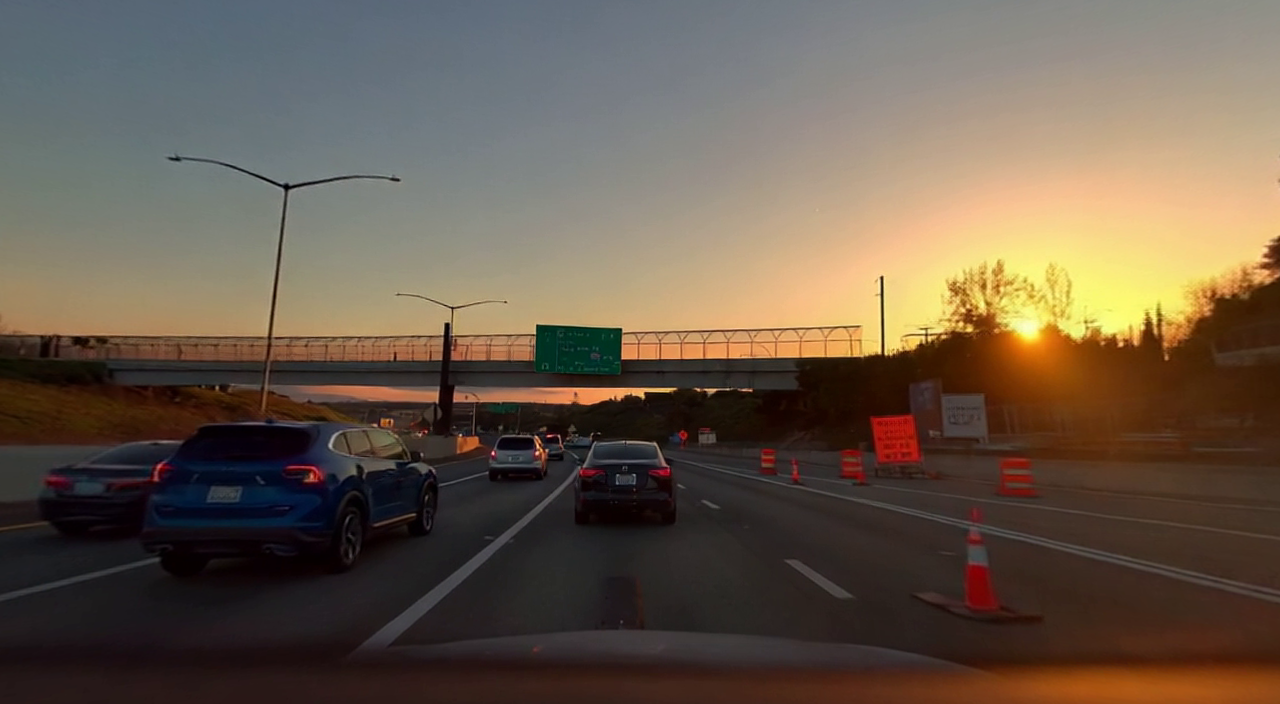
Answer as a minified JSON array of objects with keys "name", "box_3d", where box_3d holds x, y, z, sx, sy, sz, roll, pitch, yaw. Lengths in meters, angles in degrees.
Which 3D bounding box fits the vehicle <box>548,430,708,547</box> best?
[{"name":"vehicle","box_3d":[-0.217,2.067,10.219,2.069,1.484,3.982,0,-9,-2]}]

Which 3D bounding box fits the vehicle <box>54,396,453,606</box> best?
[{"name":"vehicle","box_3d":[-3.785,1.520,7.293,2.025,1.708,4.089,0,-9,-1]}]

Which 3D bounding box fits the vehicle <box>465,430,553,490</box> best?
[{"name":"vehicle","box_3d":[-4.061,3.418,20.258,1.982,1.727,4.057,0,-9,-1]}]
